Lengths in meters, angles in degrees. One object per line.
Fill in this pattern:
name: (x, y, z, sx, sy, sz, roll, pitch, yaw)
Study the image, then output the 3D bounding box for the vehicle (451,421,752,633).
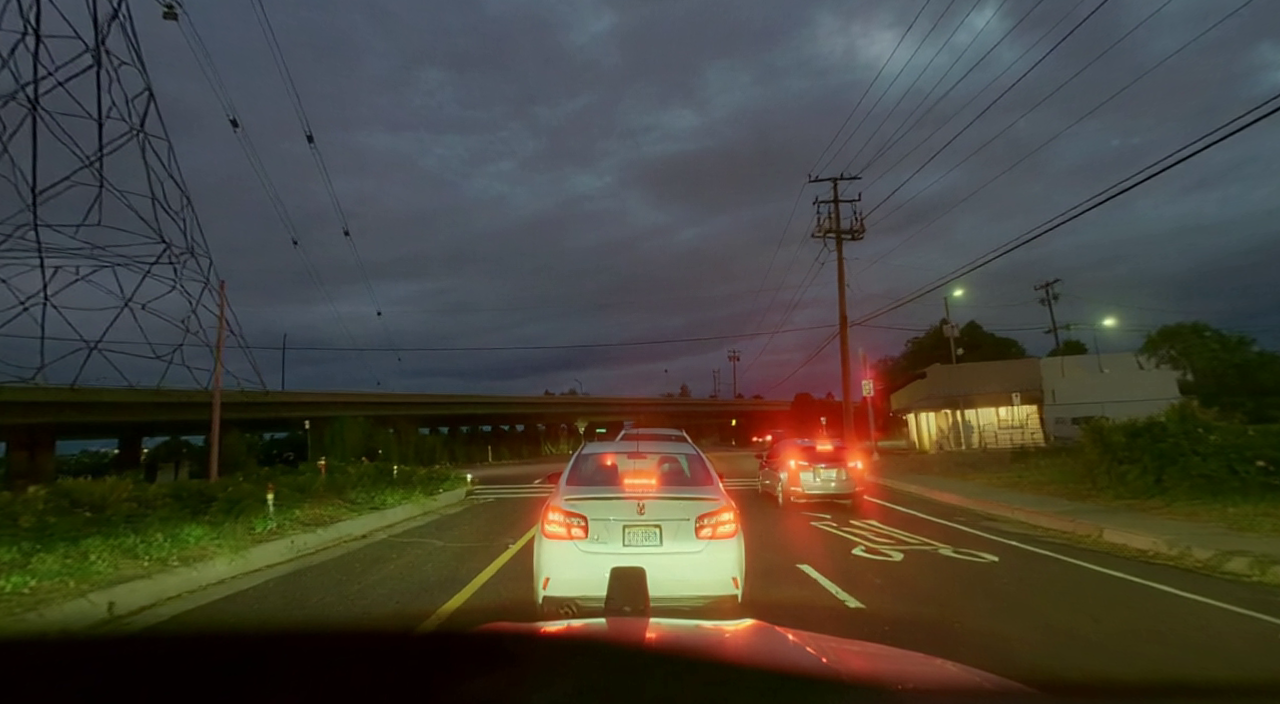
vehicle: (-0.232, 1.527, 6.472, 2.090, 1.458, 4.033, -1, -9, 1)

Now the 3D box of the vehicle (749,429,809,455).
vehicle: (10.157, 6.552, 45.900, 1.966, 1.785, 4.855, -8, -12, 43)
